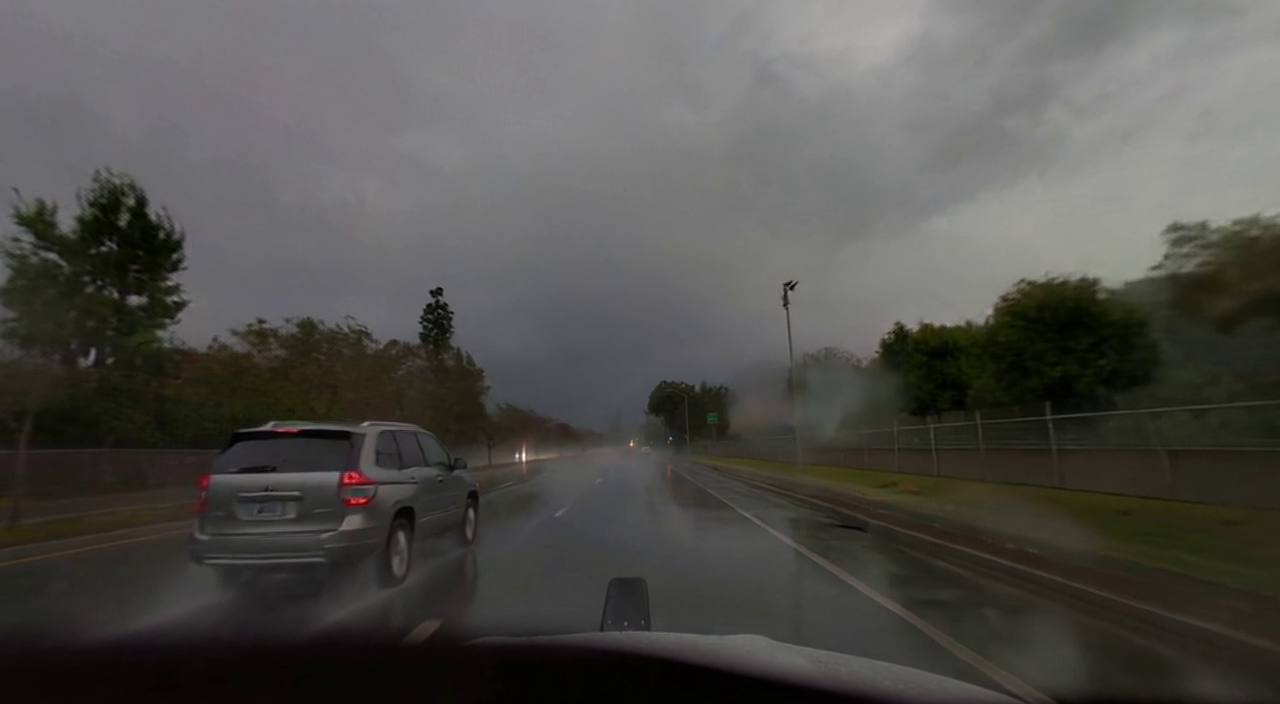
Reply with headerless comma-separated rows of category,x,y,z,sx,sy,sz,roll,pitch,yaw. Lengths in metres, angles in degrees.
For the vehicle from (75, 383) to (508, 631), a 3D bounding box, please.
vehicle,-3.115,1.508,7.155,2.160,1.855,4.695,0,-8,1
